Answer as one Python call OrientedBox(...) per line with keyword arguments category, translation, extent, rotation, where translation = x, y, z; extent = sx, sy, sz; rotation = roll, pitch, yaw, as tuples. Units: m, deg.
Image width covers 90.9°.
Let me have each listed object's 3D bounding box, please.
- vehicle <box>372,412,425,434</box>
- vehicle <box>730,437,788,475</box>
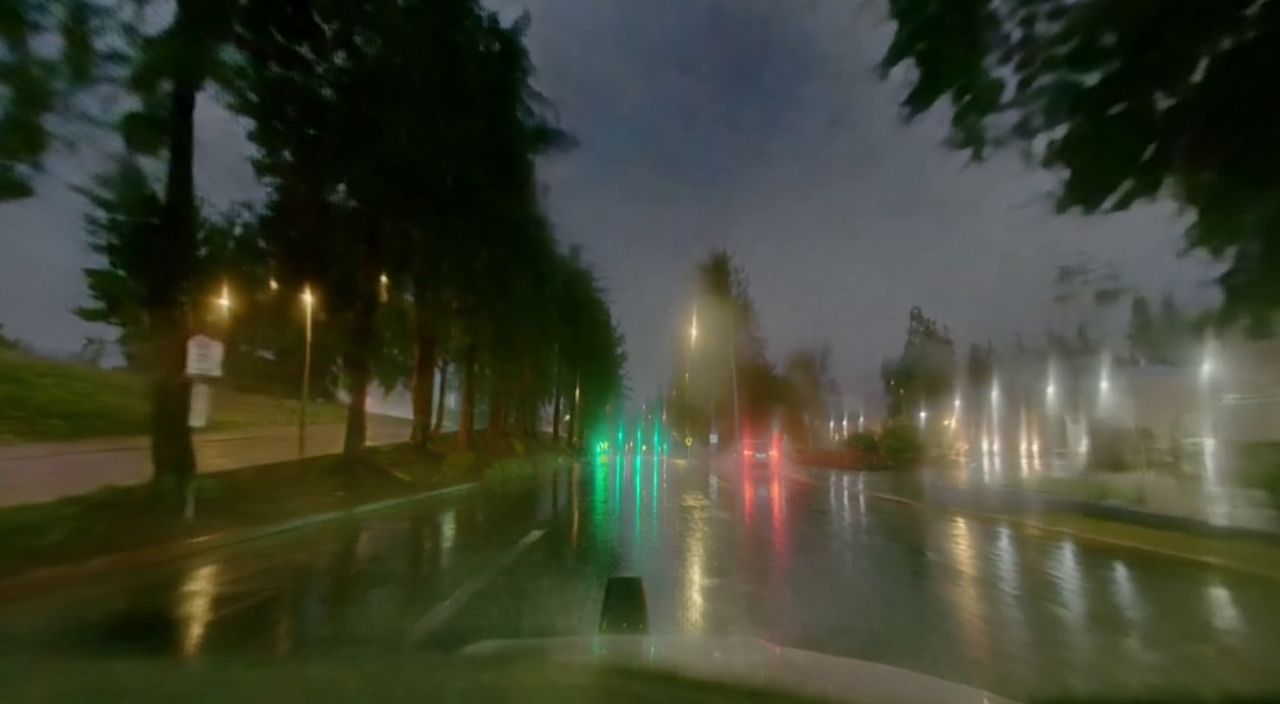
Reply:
OrientedBox(category="vehicle", translation=(-17.157, 5.108, 44.976), extent=(1.960, 1.436, 4.584), rotation=(0, -8, 0))
OrientedBox(category="vehicle", translation=(6.049, 5.333, 32.714), extent=(2.177, 1.788, 5.106), rotation=(0, -8, 2))
